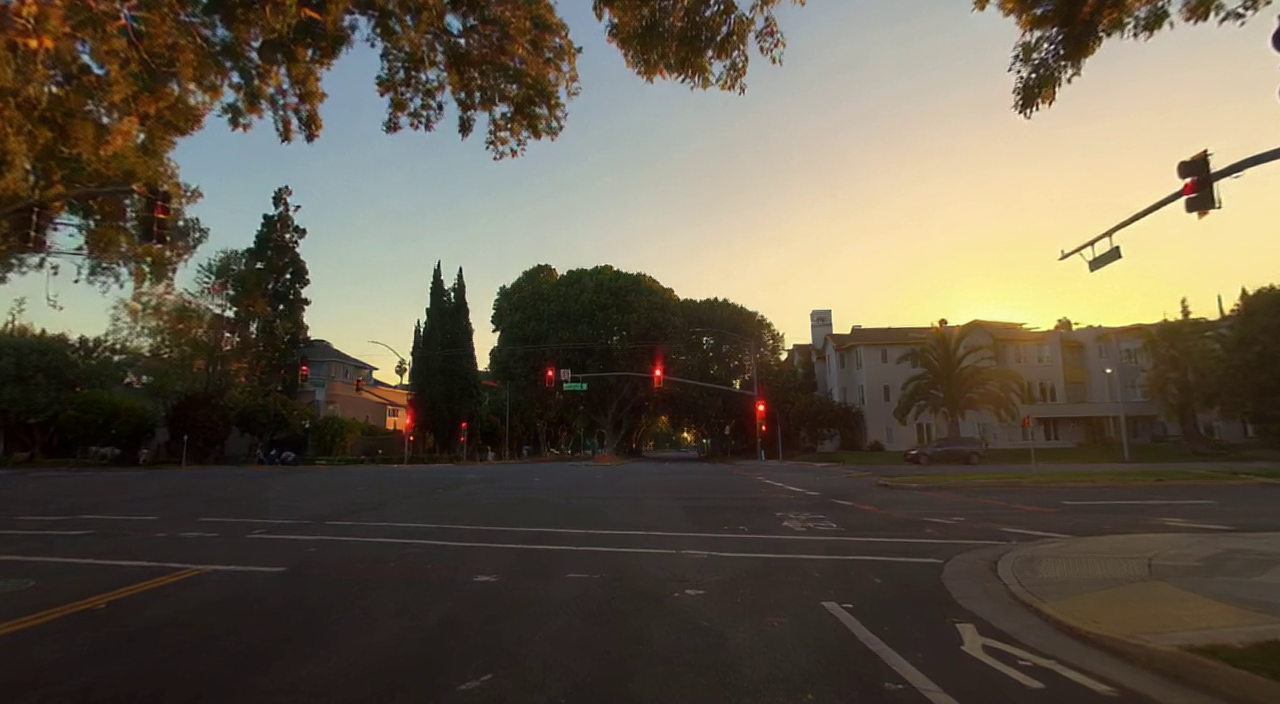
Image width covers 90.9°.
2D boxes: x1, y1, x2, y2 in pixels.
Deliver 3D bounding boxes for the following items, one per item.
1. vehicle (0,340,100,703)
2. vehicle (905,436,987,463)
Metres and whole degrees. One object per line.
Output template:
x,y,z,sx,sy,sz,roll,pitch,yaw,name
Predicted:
-3.267,0.534,0.408,1.954,1.689,4.347,0,-8,0,vehicle
17.001,5.444,35.248,3.952,1.468,1.768,-4,-9,22,vehicle
